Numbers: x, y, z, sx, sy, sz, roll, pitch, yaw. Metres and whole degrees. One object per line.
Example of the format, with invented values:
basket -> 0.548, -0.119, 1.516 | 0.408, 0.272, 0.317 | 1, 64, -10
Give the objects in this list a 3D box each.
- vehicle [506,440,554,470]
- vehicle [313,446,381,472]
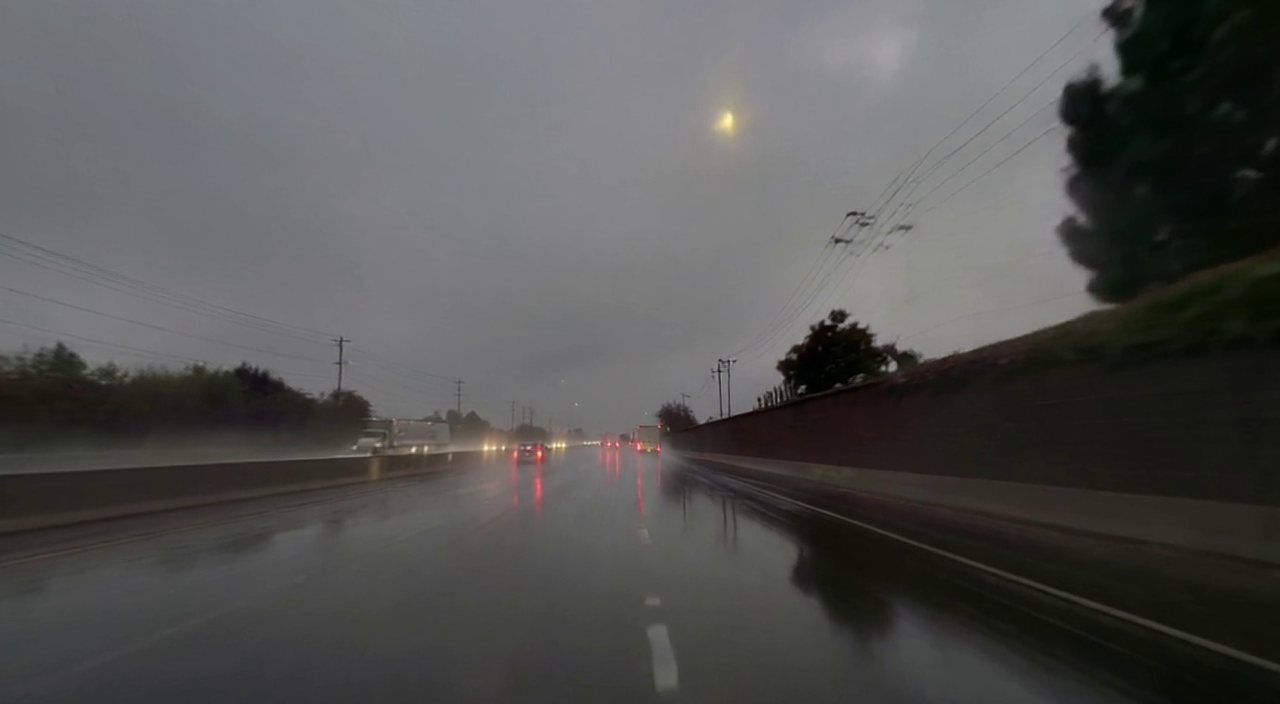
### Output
vehicle -> -6.408, 6.021, 37.103 | 2.064, 1.642, 4.389 | 0, -8, 0
vehicle -> -17.803, 6.485, 38.528 | 2.068, 1.466, 4.469 | 0, -8, -1
